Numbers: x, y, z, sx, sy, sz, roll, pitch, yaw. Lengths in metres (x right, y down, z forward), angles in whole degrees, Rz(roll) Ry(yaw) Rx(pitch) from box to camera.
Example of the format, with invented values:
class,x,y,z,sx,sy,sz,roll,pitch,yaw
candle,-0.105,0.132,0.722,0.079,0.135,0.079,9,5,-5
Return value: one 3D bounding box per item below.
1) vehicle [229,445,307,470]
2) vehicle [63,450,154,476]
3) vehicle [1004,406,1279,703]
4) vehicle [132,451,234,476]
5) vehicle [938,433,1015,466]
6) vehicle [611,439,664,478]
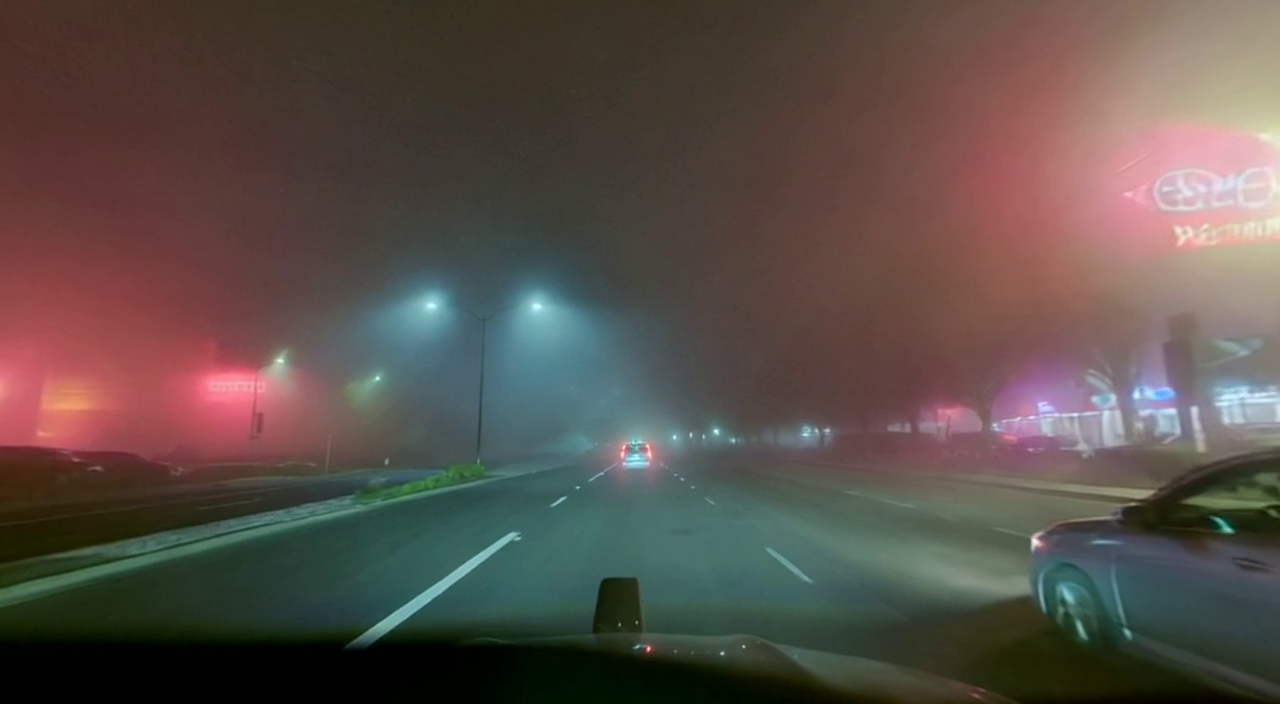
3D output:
class,x,y,z,sx,sy,sz,roll,pitch,yaw
vehicle,-27.299,7.744,46.290,4.519,1.712,1.932,0,-8,0
vehicle,-32.836,6.861,39.091,1.950,1.466,4.704,1,-9,-7
vehicle,3.805,0.900,2.262,2.153,1.456,4.705,0,-8,0
vehicle,-27.505,6.702,37.969,4.644,1.437,1.827,0,-9,-2
vehicle,19.057,5.555,35.895,1.894,1.706,4.583,0,-8,1
vehicle,-0.139,4.300,25.657,1.998,1.452,3.773,0,-8,-1
